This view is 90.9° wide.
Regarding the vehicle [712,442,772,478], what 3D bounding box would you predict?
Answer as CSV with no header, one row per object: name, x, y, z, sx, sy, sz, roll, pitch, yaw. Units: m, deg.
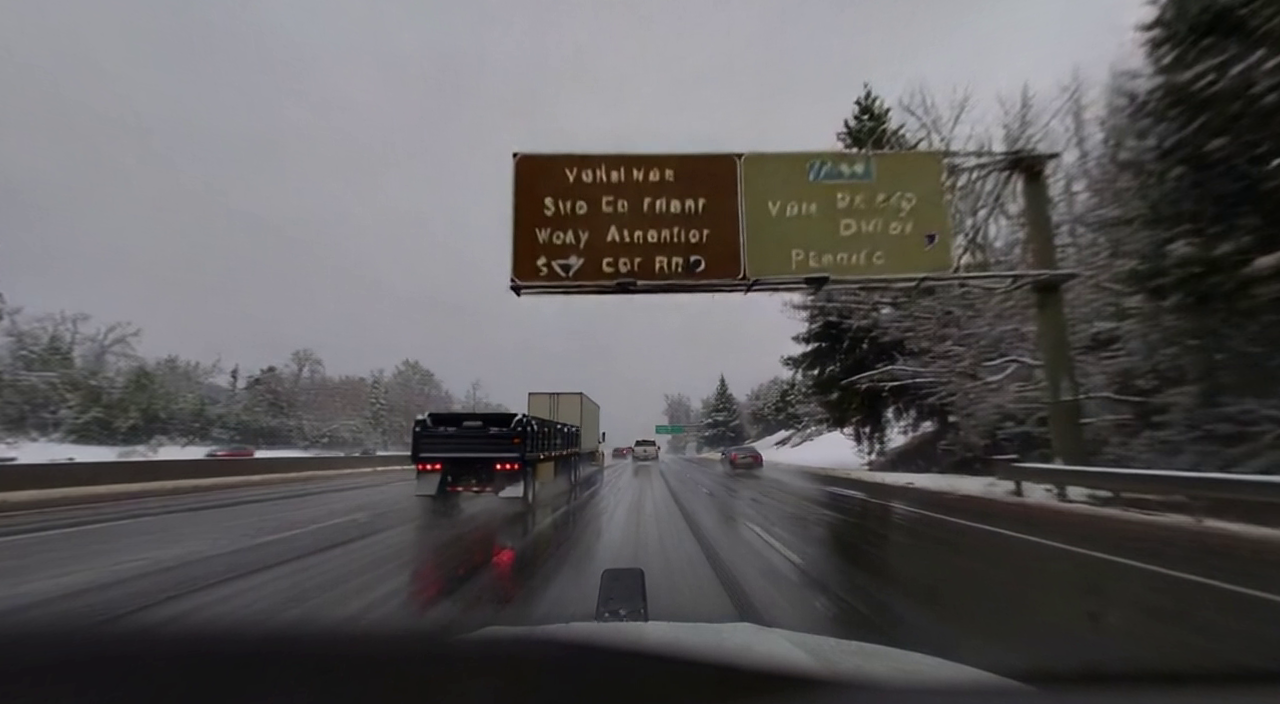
vehicle,4.593,4.896,28.906,1.993,1.474,4.230,0,-8,-1

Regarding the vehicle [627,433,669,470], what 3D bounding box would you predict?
vehicle,0.499,5.958,37.865,2.309,2.023,5.130,0,-8,1

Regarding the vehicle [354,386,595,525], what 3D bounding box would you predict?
vehicle,-3.448,3.033,19.251,2.854,2.379,16.653,0,-9,0
